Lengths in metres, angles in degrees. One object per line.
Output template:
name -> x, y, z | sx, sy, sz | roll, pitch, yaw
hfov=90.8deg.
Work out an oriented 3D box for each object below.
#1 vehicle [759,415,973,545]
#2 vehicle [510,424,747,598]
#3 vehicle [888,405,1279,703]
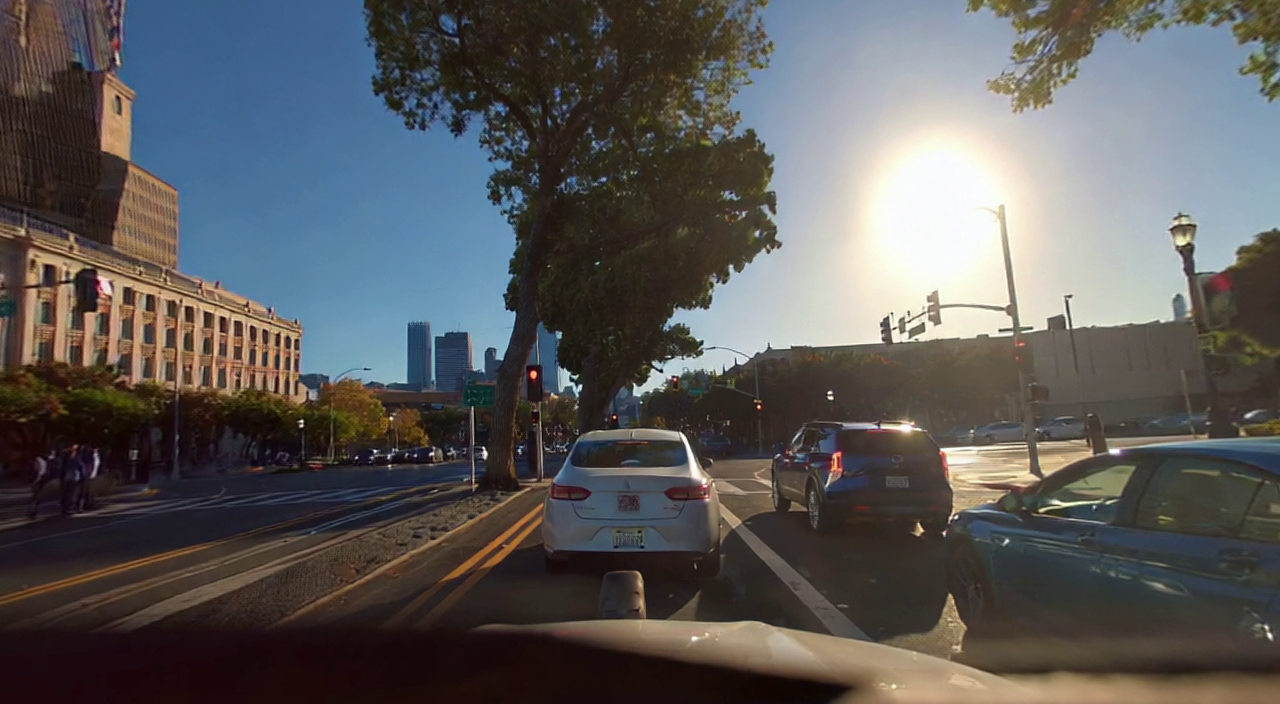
vehicle -> 3.508, 2.078, 10.942 | 1.978, 1.738, 4.599 | 0, -8, 0
vehicle -> -0.104, 1.696, 7.555 | 2.096, 1.521, 3.747 | 0, -8, 0
vehicle -> 3.377, 1.176, 4.000 | 1.833, 1.465, 4.258 | 0, -8, -1
